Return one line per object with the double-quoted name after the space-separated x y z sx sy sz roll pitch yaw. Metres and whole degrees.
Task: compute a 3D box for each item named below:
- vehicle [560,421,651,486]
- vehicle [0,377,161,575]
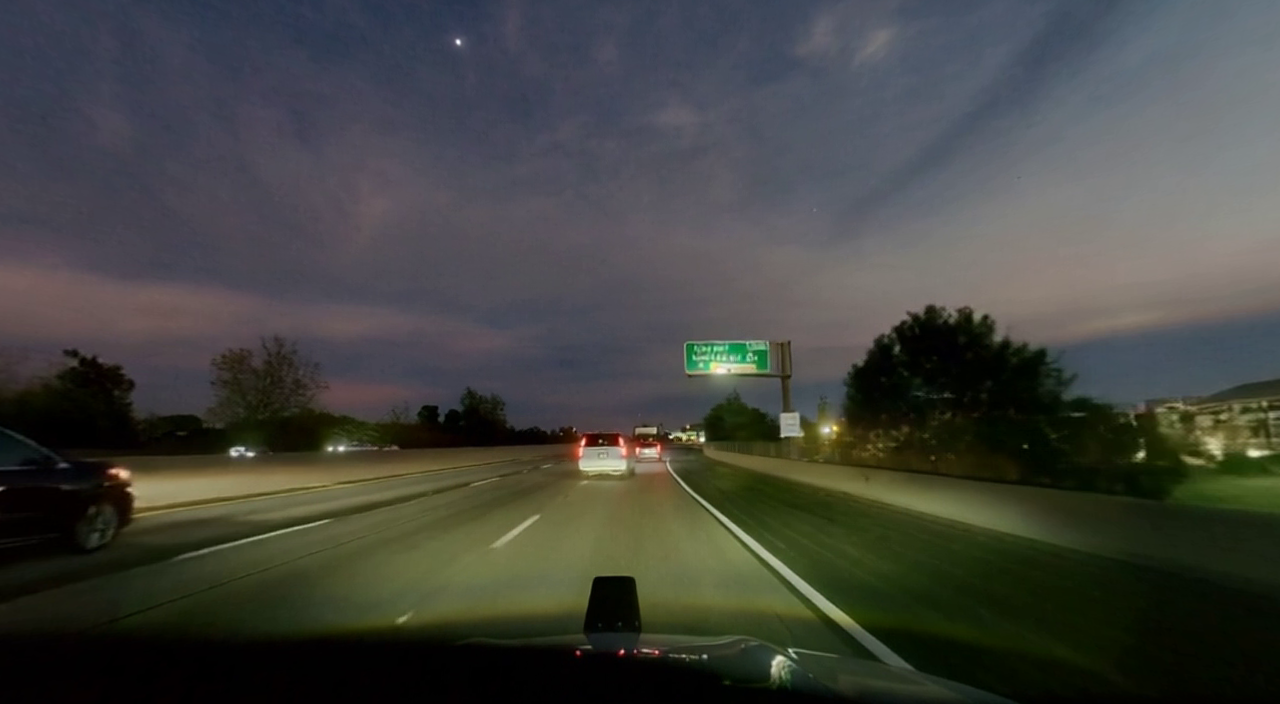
-1.007 3.506 21.966 2.497 1.957 5.432 -1 -9 4 "vehicle"
-7.529 1.153 5.705 2.289 1.955 5.147 0 -9 0 "vehicle"
